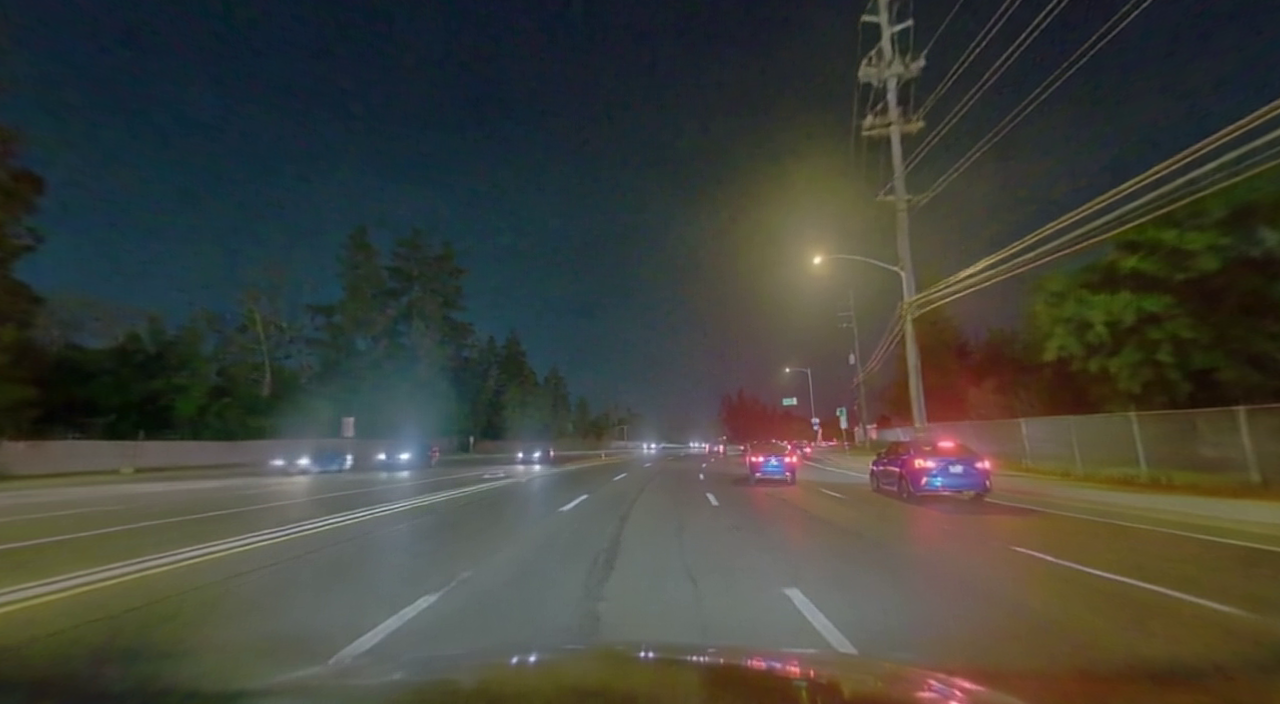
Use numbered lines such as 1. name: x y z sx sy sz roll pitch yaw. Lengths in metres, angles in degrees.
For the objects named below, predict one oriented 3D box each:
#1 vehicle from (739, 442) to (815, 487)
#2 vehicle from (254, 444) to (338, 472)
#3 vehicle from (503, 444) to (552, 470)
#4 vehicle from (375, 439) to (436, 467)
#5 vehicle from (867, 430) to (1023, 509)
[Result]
1. vehicle: 4.836 4.034 23.011 2.035 1.460 4.392 -1 -8 4
2. vehicle: -19.945 6.138 36.925 1.859 1.500 4.753 -1 -9 6
3. vehicle: -7.327 6.896 41.632 2.107 1.587 4.514 -1 -9 4
4. vehicle: -15.825 6.827 42.920 1.948 1.772 4.491 -1 -9 8
5. vehicle: 7.787 3.025 16.734 2.029 1.795 4.371 0 -9 2
